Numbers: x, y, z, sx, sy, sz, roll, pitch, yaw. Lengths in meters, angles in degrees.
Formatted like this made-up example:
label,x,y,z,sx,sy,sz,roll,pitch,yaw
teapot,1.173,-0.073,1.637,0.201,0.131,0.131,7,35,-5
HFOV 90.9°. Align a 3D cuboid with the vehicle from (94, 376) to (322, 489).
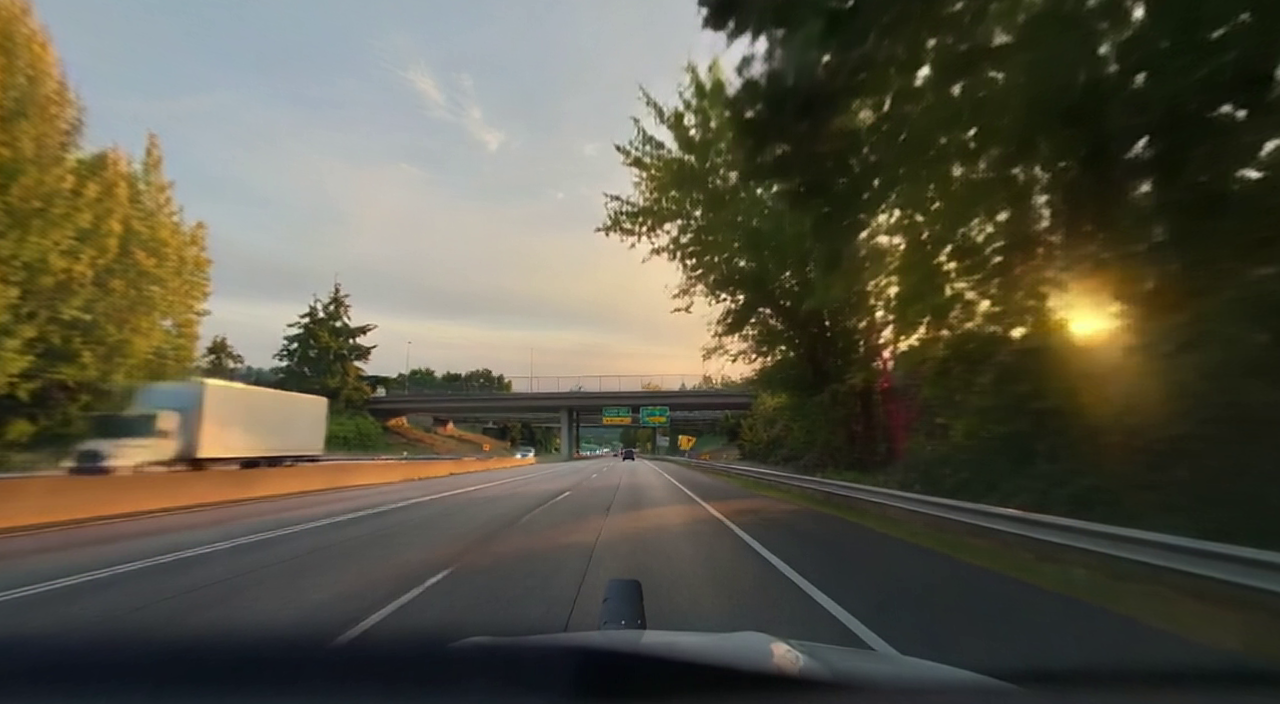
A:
label,x,y,z,sx,sy,sz,roll,pitch,yaw
vehicle,-16.508,3.320,25.210,3.181,3.724,8.274,0,-9,0
